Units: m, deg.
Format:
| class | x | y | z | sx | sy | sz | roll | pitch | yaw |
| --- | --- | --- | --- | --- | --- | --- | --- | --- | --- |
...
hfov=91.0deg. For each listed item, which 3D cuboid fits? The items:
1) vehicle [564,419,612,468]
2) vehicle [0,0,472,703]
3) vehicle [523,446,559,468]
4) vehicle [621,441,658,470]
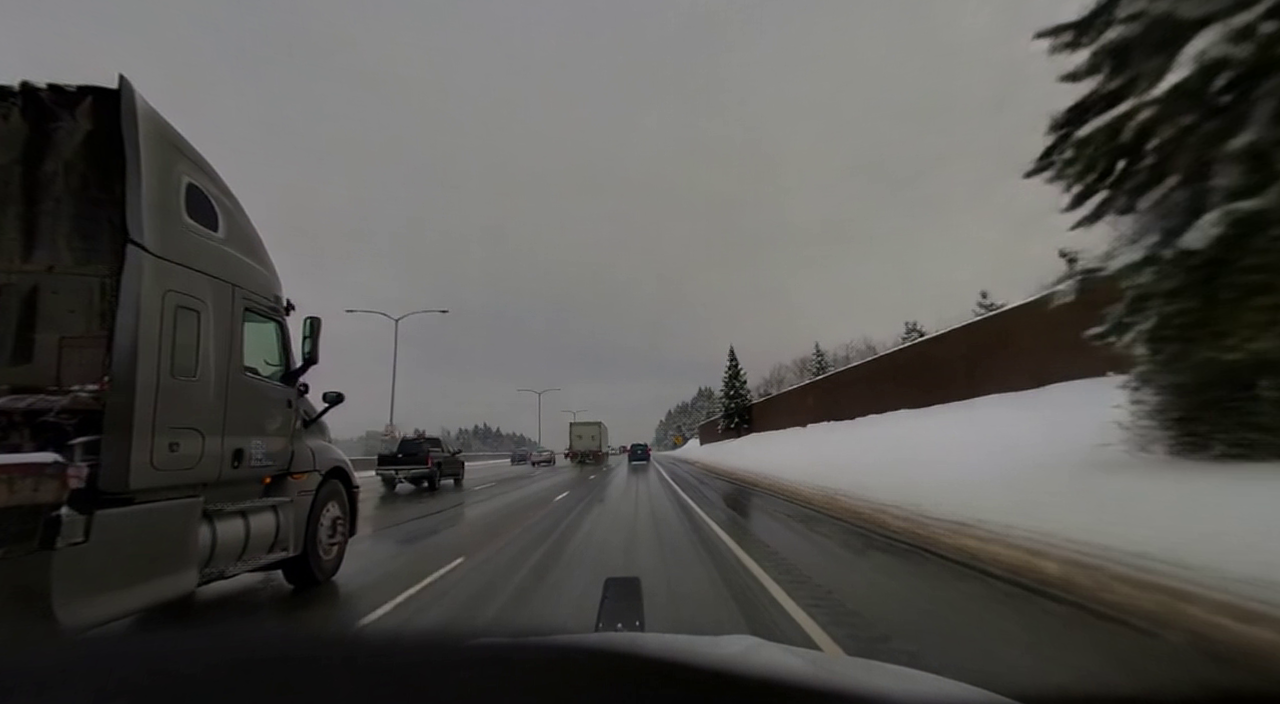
| class | x | y | z | sx | sy | sz | roll | pitch | yaw |
| --- | --- | --- | --- | --- | --- | --- | --- | --- | --- |
| vehicle | -3.752 | 6.977 | 48.032 | 2.956 | 3.331 | 9.575 | 0 | -9 | -1 |
| vehicle | -3.746 | 0.342 | 3.279 | 3.025 | 3.266 | 9.256 | -1 | -9 | 1 |
| vehicle | -7.302 | 7.796 | 46.963 | 1.962 | 1.489 | 4.002 | -1 | -9 | 1 |
| vehicle | -0.021 | 6.381 | 39.025 | 2.178 | 1.640 | 4.071 | 0 | -9 | 0 |
